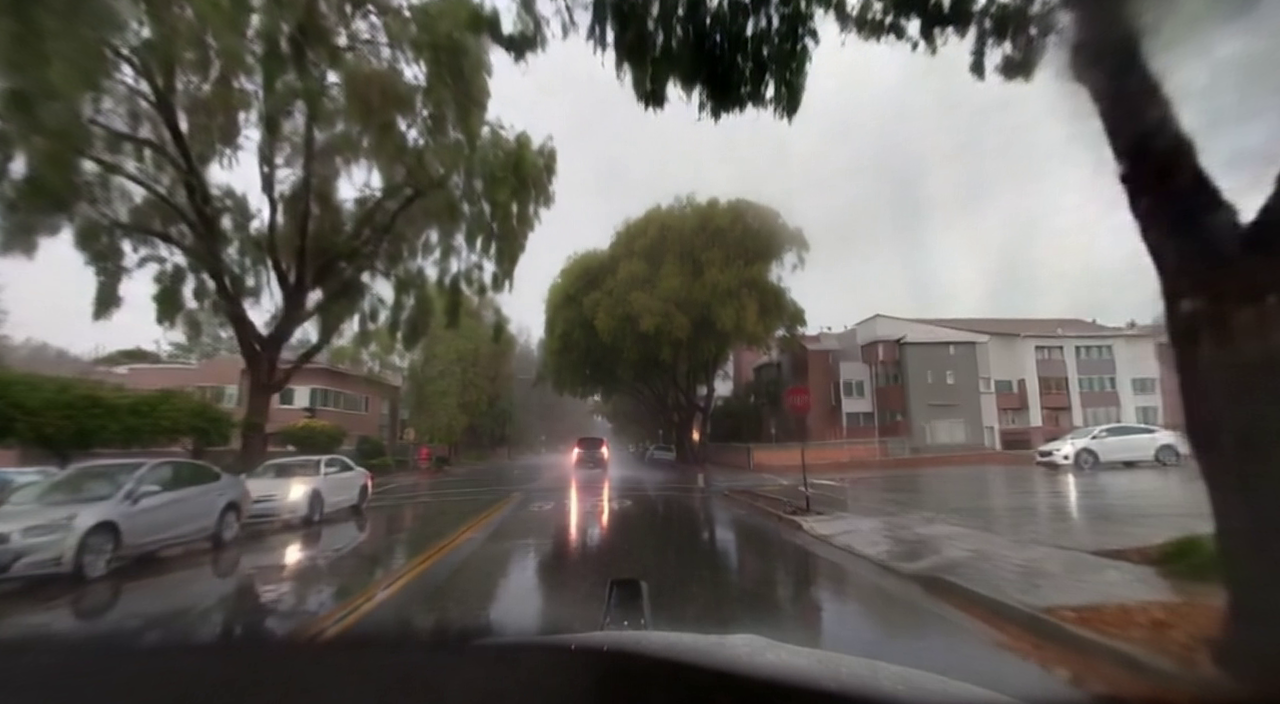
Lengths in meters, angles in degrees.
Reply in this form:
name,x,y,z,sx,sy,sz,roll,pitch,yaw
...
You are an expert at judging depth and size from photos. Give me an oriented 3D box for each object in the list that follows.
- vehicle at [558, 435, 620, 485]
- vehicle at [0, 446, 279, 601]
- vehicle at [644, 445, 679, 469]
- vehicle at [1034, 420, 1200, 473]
name,x,y,z,sx,sy,sz,roll,pitch,yaw
vehicle,-1.908,4.115,24.246,2.172,1.722,4.201,1,-9,-3
vehicle,-6.953,2.114,8.511,1.975,1.515,4.179,-2,-9,-5
vehicle,1.474,7.425,44.786,1.987,1.608,3.883,1,-9,-5
vehicle,18.337,3.640,24.408,4.817,1.881,2.002,1,-8,-2
